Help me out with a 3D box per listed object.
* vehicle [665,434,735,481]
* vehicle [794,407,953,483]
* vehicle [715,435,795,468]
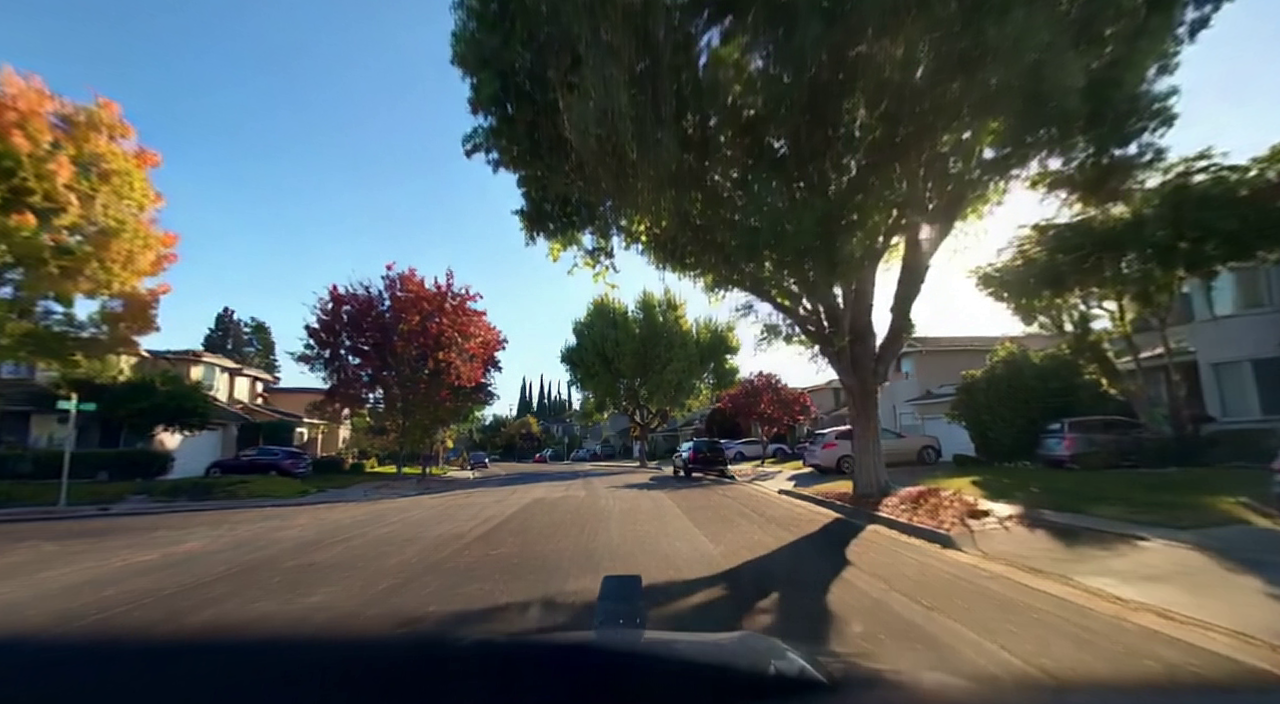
[{"bbox_3d":[2.628,4.803,29.002,2.214,1.962,4.733,1,-8,-7],"label":"vehicle"},{"bbox_3d":[8.532,3.433,23.461,4.801,2.139,2.164,-6,-8,-2],"label":"vehicle"},{"bbox_3d":[7.369,6.457,40.997,4.666,1.655,2.169,-5,-8,1],"label":"vehicle"}]
